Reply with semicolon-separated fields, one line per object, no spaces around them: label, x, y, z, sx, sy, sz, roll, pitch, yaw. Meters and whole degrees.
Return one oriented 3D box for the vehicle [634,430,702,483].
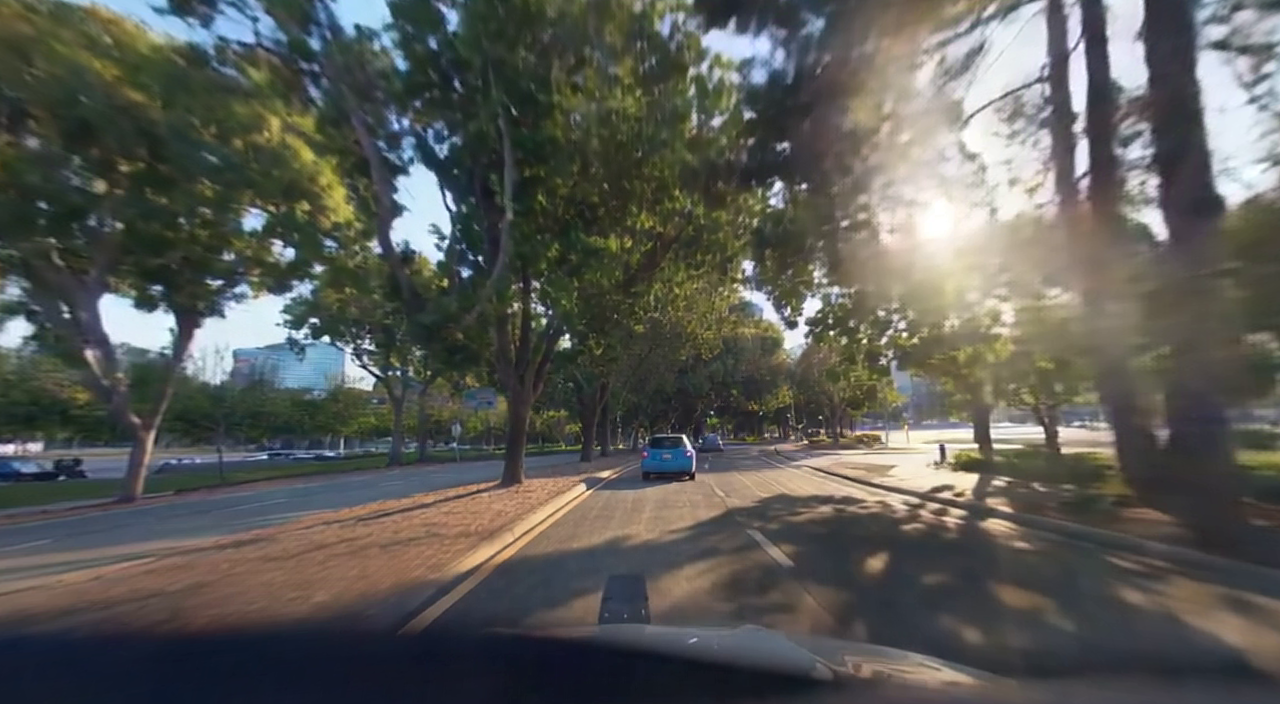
vehicle;0.963;3.360;20.580;2.010;1.535;3.735;-1;-8;4
